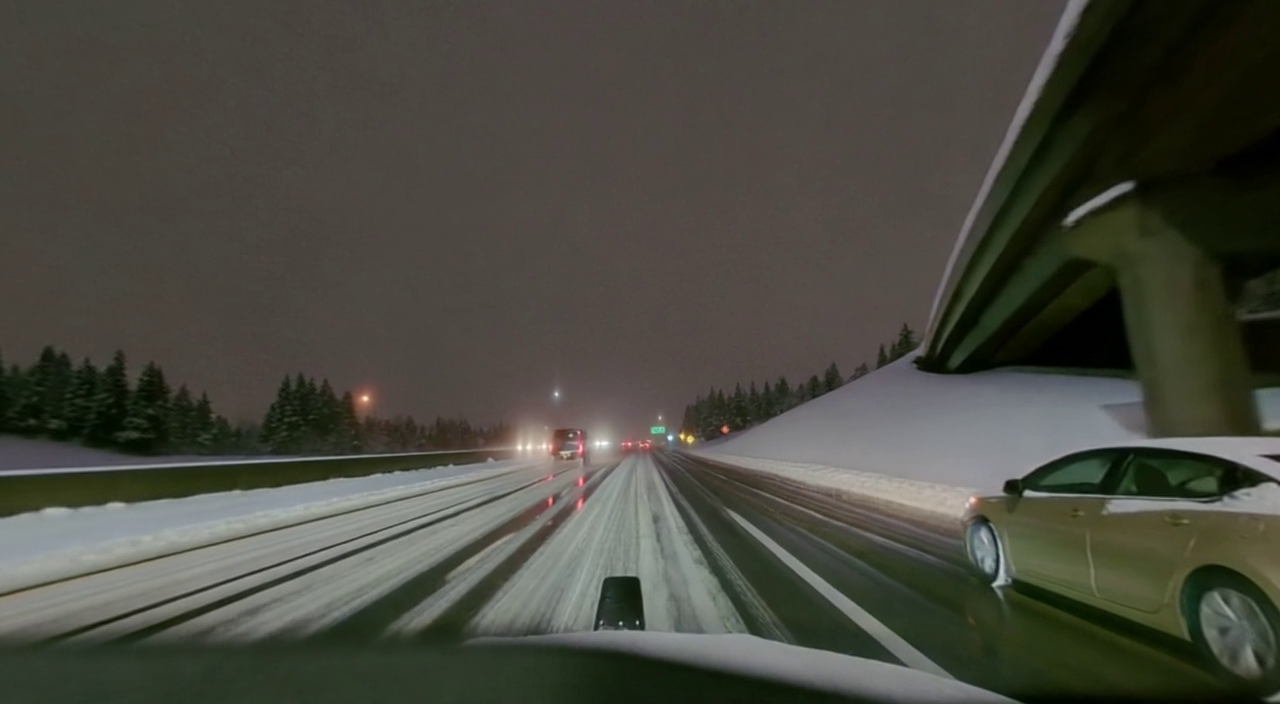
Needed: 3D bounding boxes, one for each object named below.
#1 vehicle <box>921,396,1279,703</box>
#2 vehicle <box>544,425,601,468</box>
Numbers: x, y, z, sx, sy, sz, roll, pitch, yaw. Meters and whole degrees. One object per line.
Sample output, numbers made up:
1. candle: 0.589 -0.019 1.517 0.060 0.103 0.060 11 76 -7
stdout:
1. vehicle: 3.628 1.076 3.334 2.047 1.532 4.884 0 -9 0
2. vehicle: -3.736 5.448 36.290 2.496 2.203 6.317 0 -9 1
